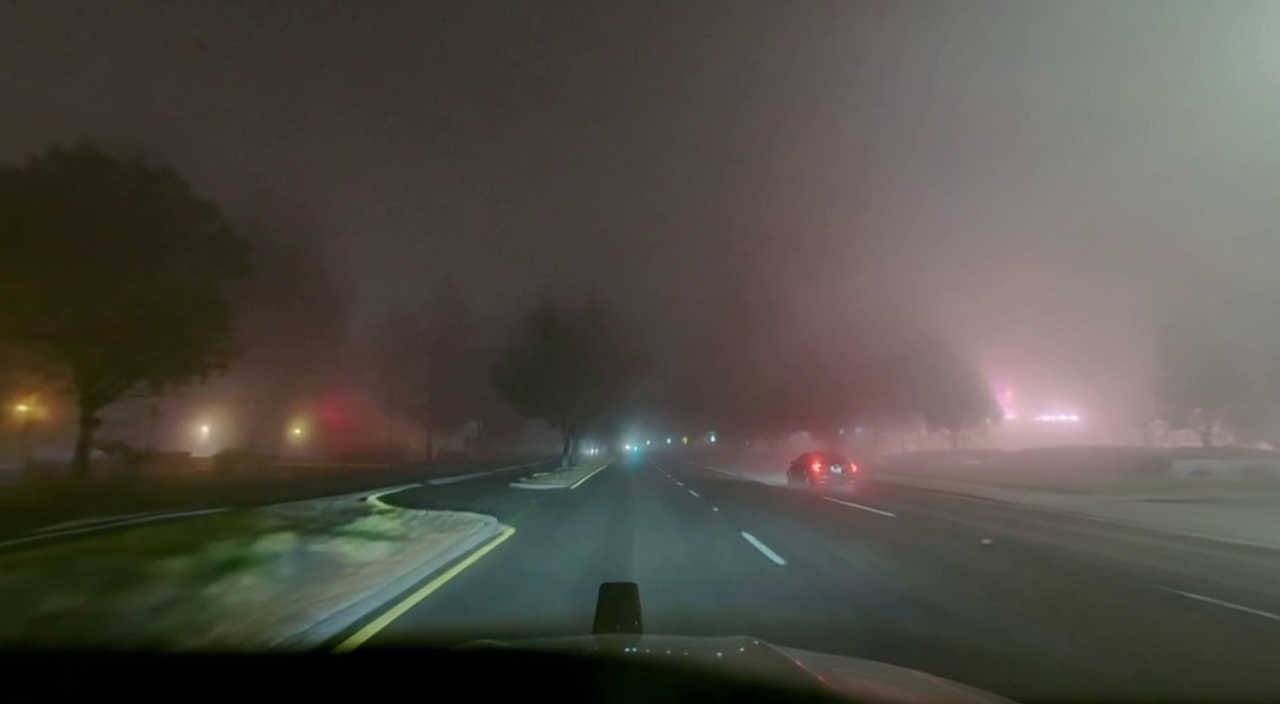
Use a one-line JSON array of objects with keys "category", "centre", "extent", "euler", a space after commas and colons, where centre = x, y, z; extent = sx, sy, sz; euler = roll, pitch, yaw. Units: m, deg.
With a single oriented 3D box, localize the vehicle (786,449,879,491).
[{"category": "vehicle", "centre": [7.272, 4.470, 24.270], "extent": [2.054, 1.421, 4.487], "euler": [0, -9, -2]}]
